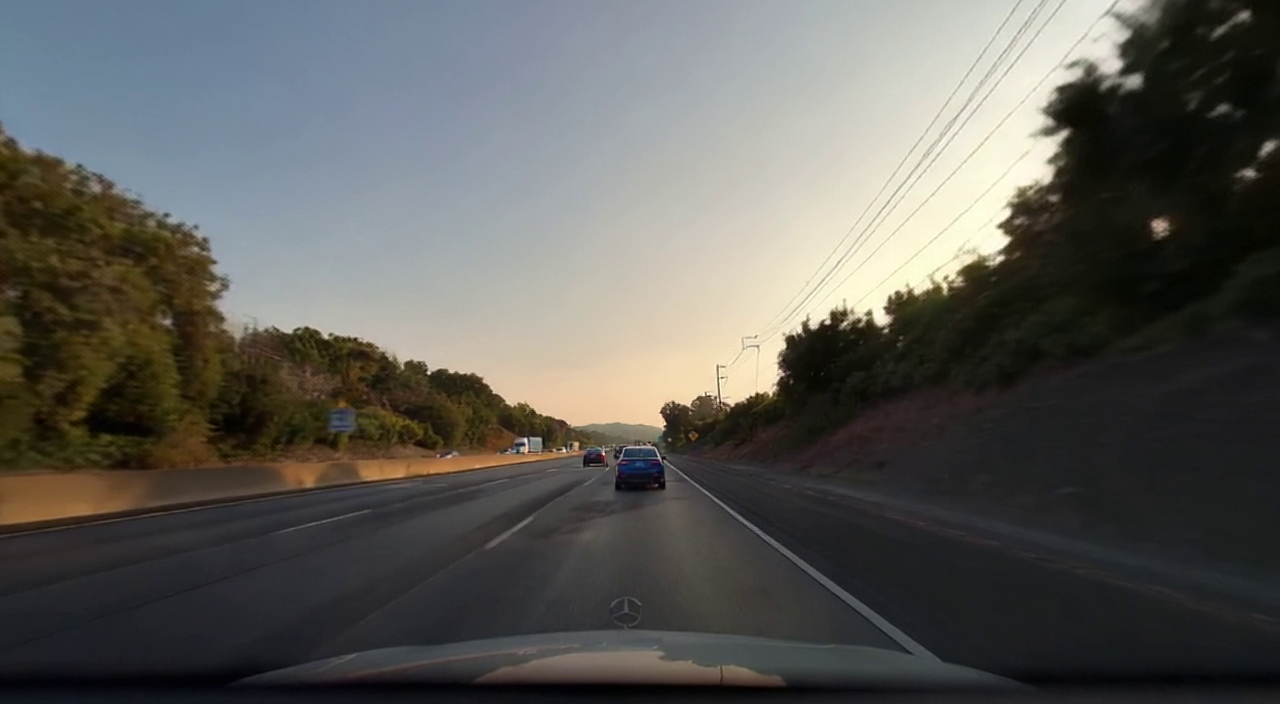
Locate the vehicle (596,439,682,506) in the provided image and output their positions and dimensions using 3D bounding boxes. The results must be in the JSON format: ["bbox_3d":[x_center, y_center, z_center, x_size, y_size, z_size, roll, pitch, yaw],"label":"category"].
[{"bbox_3d":[-0.062,3.103,16.628,1.966,1.499,4.298,0,-9,-1],"label":"vehicle"}]
